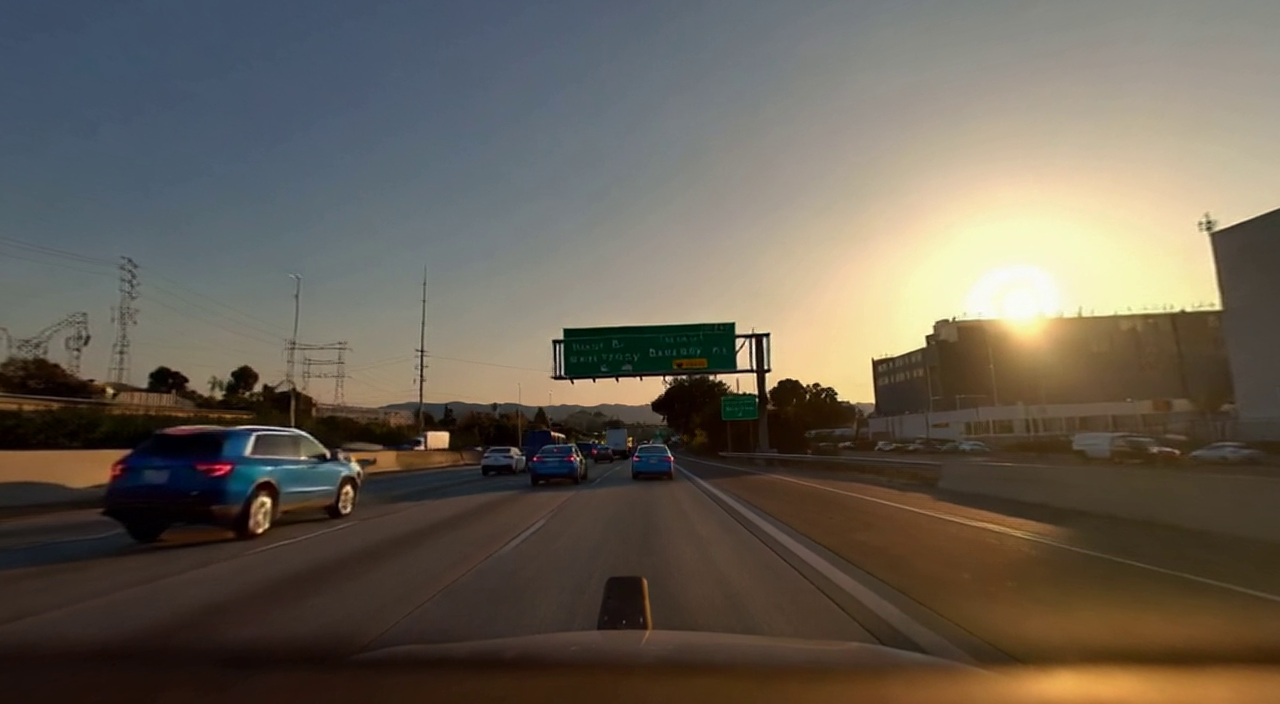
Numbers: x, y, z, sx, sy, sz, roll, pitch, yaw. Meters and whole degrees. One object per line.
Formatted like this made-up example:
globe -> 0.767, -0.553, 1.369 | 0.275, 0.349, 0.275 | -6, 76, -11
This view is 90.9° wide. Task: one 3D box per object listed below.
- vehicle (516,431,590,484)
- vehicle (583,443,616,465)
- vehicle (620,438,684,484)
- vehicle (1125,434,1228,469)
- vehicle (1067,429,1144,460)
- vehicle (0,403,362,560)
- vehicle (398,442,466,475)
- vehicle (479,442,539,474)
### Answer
vehicle -> -3.076, 3.825, 23.191 | 2.007, 1.730, 4.412 | 0, -8, 1
vehicle -> -2.934, 7.483, 46.451 | 2.048, 1.497, 4.466 | 0, -8, 1
vehicle -> 0.404, 3.886, 22.738 | 2.090, 1.474, 3.970 | 0, -8, 1
vehicle -> 30.894, 5.708, 36.549 | 1.858, 1.741, 4.683 | -2, -7, 1
vehicle -> 30.899, 6.184, 41.998 | 1.939, 1.888, 3.984 | 0, -9, -1
vehicle -> -6.499, 1.853, 9.793 | 2.125, 1.804, 4.864 | 0, -8, 0
vehicle -> -10.083, 5.158, 30.910 | 1.861, 1.495, 4.007 | 0, -8, 1
vehicle -> -6.338, 5.171, 31.029 | 1.933, 1.439, 4.441 | 0, -8, 1
